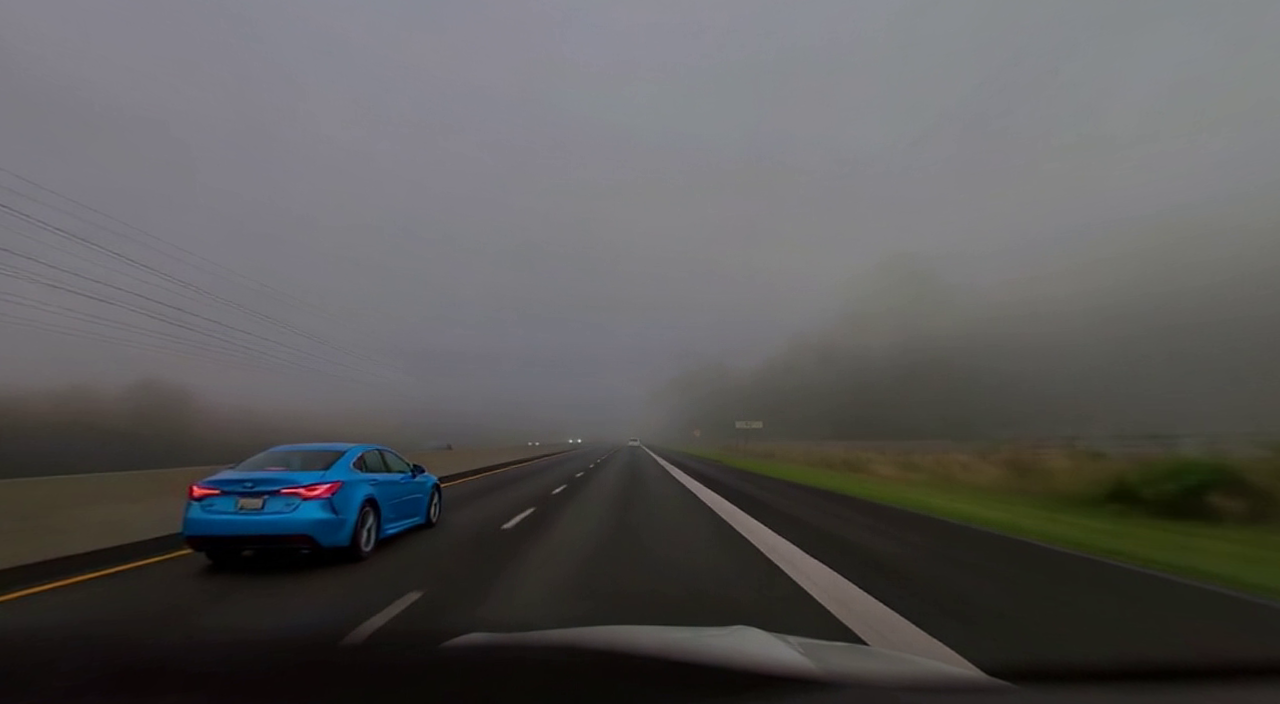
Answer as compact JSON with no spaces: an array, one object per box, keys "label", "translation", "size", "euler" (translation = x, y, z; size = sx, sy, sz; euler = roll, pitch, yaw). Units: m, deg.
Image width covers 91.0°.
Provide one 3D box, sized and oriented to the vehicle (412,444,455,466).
[{"label":"vehicle","translation":[-15.556,7.765,47.657],"size":[1.840,1.553,4.155],"euler":[0,-8,-1]}]
